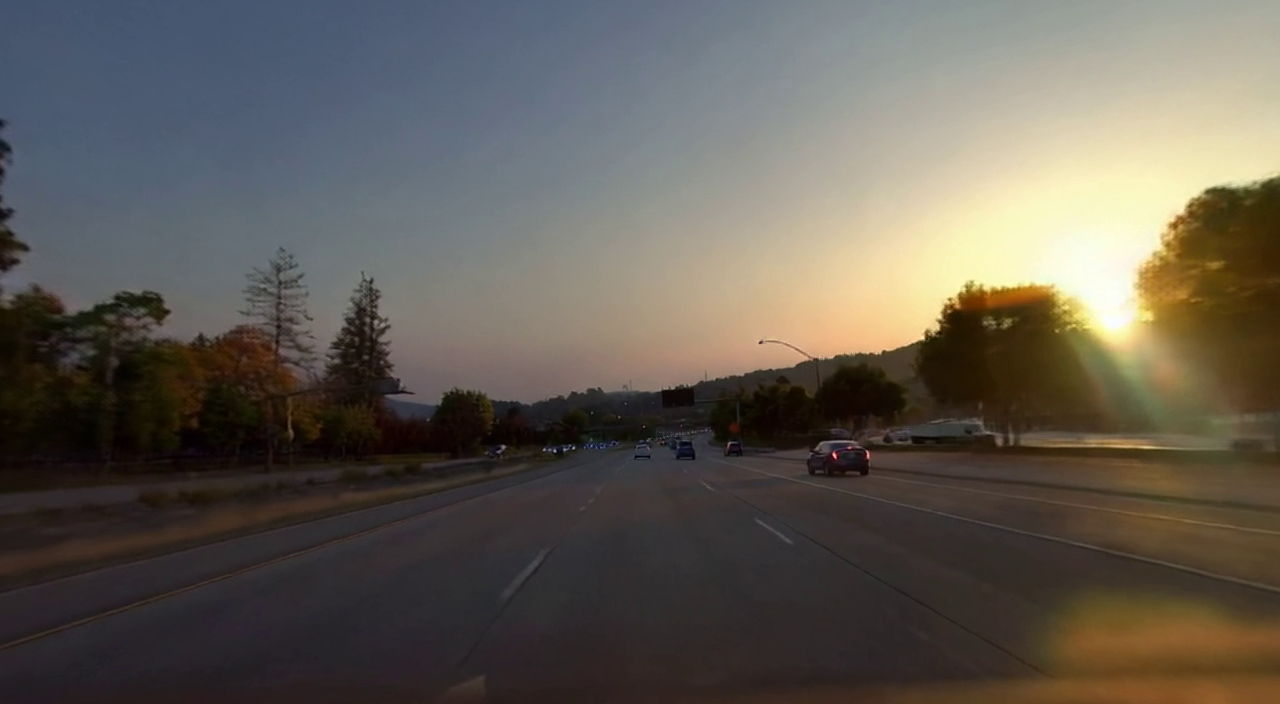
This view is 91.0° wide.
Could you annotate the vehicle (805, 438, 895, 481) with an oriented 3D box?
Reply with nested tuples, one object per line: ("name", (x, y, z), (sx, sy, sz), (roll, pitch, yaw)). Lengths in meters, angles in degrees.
("vehicle", (8.120, 4.183, 24.821), (1.989, 1.526, 4.443), (0, -9, 0))
